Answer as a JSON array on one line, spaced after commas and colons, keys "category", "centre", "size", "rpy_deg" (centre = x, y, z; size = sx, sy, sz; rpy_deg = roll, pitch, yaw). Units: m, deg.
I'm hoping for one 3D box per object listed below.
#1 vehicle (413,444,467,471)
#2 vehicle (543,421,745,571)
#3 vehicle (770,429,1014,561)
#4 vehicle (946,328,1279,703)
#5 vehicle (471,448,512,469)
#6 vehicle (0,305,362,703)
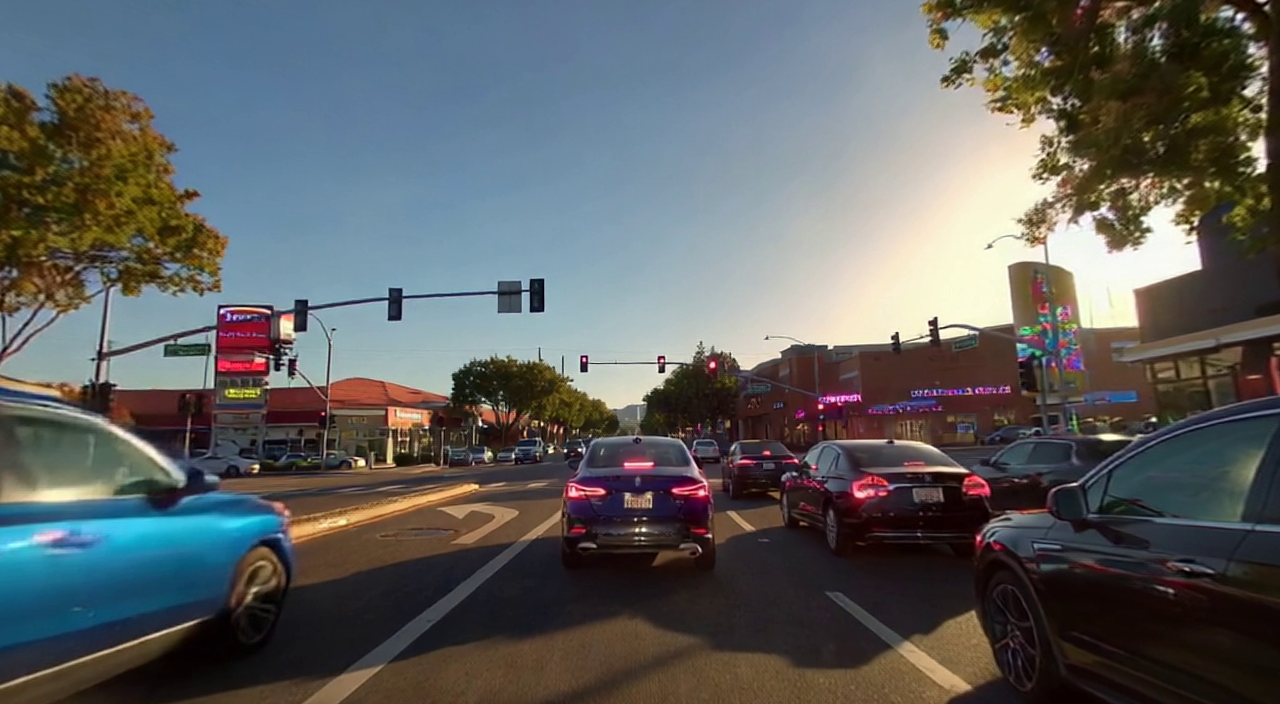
[{"category": "vehicle", "centre": [-15.066, 7.931, 47.903], "size": [2.395, 1.903, 4.860], "rpy_deg": [0, -9, 1]}, {"category": "vehicle", "centre": [0.025, 1.823, 8.688], "size": [2.154, 1.577, 3.723], "rpy_deg": [0, -9, 0]}, {"category": "vehicle", "centre": [3.341, 1.961, 9.423], "size": [1.865, 1.496, 4.170], "rpy_deg": [0, -9, -1]}, {"category": "vehicle", "centre": [3.000, 0.740, 1.802], "size": [2.075, 1.661, 4.401], "rpy_deg": [0, -9, 1]}, {"category": "vehicle", "centre": [-11.230, 8.054, 48.095], "size": [2.099, 1.478, 4.411], "rpy_deg": [0, -9, 0]}, {"category": "vehicle", "centre": [-3.416, 0.833, 2.740], "size": [2.257, 1.823, 4.777], "rpy_deg": [0, -9, 0]}]
